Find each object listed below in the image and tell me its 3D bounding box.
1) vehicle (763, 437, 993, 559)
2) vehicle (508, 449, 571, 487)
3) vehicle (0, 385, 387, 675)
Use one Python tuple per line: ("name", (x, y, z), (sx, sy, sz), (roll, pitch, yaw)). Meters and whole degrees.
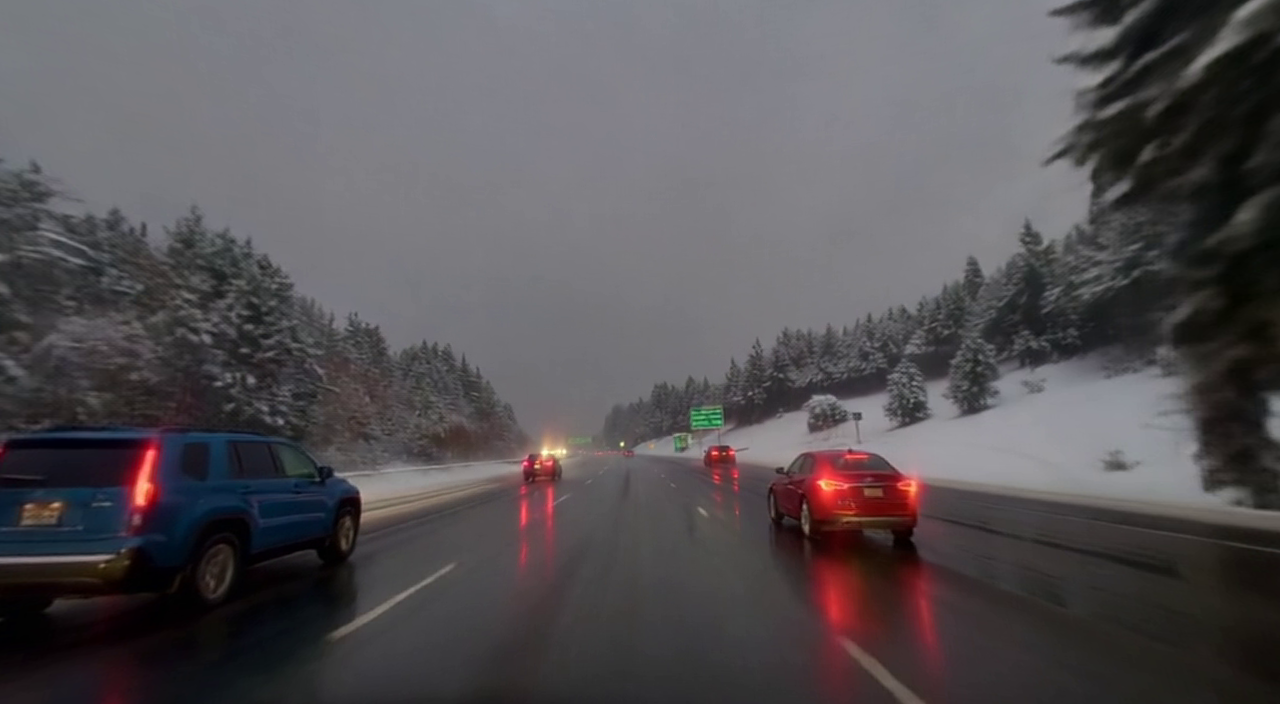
("vehicle", (3.550, 2.258, 10.481), (2.120, 1.572, 4.344), (0, -9, 0))
("vehicle", (-4.248, 4.945, 27.244), (2.009, 1.488, 4.289), (0, -9, 0))
("vehicle", (-4.365, 1.410, 6.026), (2.079, 1.745, 4.281), (0, -9, 0))
